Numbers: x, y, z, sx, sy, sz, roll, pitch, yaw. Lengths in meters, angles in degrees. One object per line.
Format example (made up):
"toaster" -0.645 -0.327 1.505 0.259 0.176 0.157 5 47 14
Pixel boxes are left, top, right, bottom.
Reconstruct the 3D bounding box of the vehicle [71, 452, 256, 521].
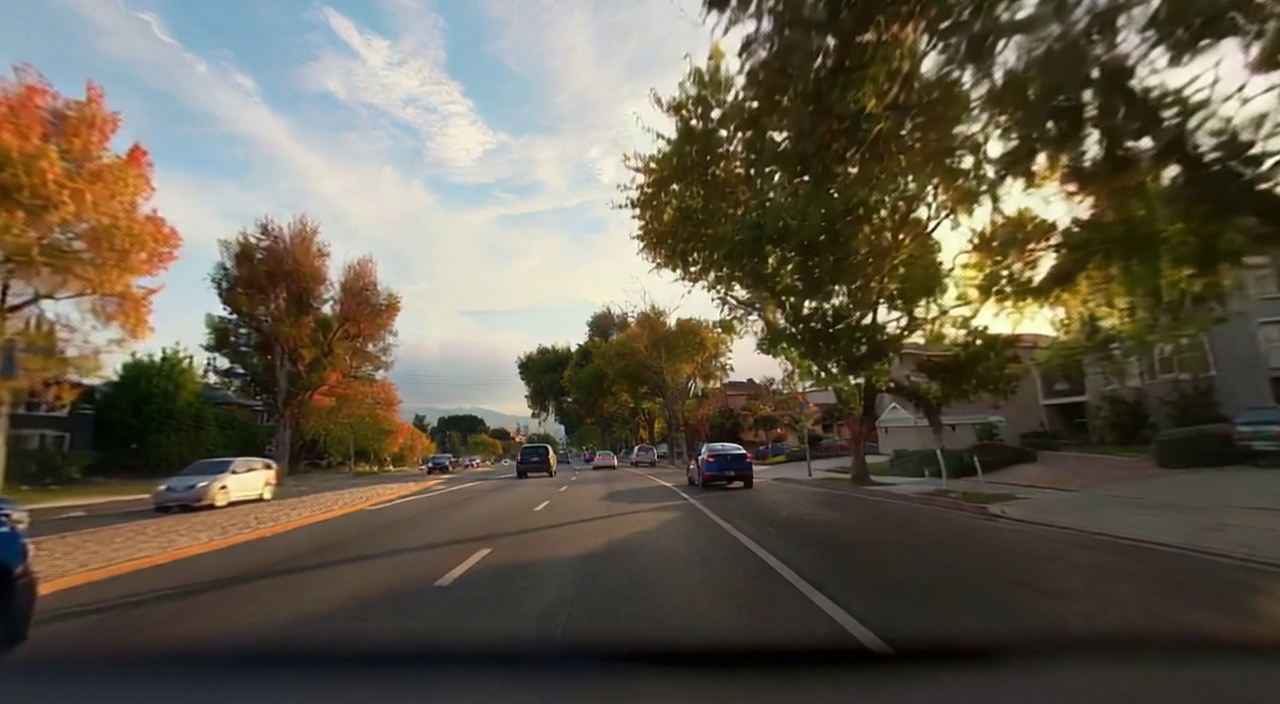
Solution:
"vehicle" -12.889 3.613 17.512 1.867 1.609 4.175 0 -8 -1

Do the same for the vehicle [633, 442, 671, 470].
"vehicle" 0.756 7.147 43.688 2.099 1.845 4.363 1 -8 -6

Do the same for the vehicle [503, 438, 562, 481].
"vehicle" -4.922 4.959 29.518 2.218 1.829 4.492 1 -8 -4

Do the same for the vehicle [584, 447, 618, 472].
"vehicle" -2.531 6.809 40.237 2.030 1.477 4.330 1 -8 -6

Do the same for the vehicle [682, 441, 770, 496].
"vehicle" 2.492 3.488 19.388 1.884 1.463 4.195 1 -8 -4

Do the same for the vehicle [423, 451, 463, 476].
"vehicle" -14.830 8.375 47.703 2.017 1.691 4.351 1 -8 -6
